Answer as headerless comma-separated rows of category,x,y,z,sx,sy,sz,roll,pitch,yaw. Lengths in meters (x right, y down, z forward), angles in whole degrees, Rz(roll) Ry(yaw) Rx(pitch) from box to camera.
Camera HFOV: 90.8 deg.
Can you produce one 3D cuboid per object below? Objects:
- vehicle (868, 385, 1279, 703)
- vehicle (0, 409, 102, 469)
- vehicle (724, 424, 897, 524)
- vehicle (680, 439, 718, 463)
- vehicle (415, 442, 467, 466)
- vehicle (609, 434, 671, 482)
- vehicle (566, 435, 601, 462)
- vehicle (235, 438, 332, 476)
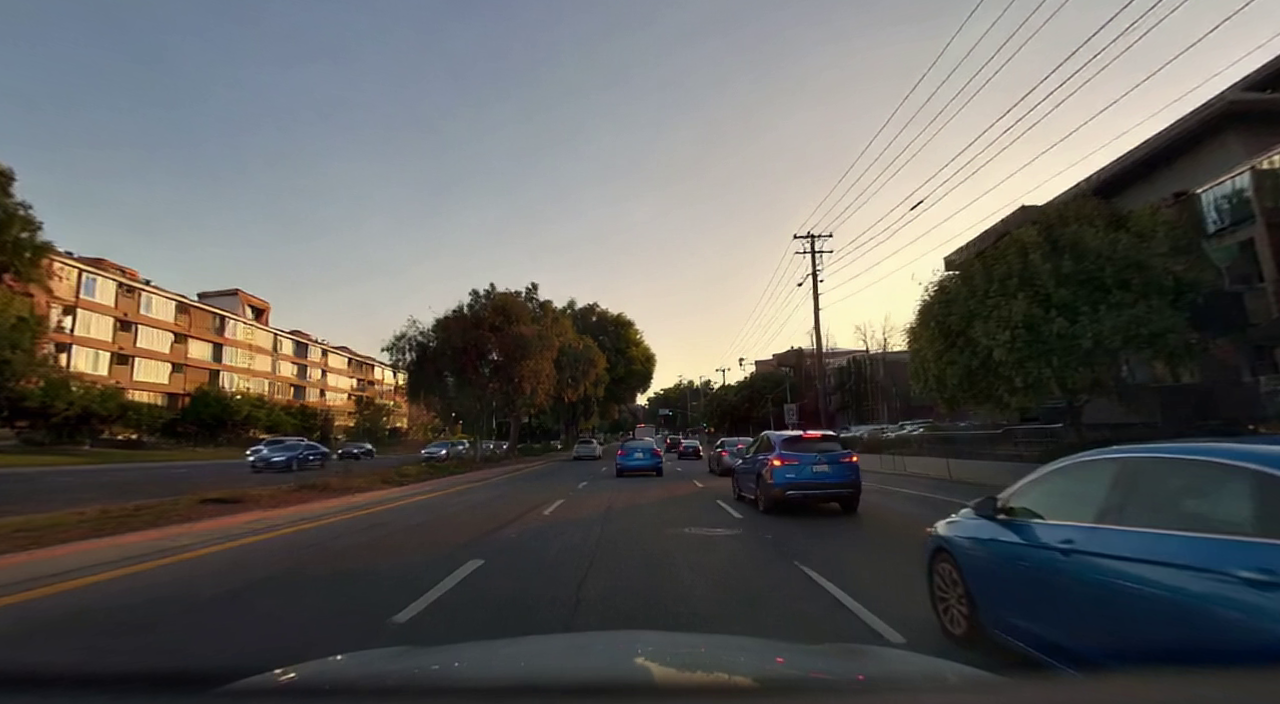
vehicle,3.022,1.033,3.175,2.065,1.489,4.417,0,-8,-1
vehicle,-44.176,5.910,43.154,11.033,3.961,3.142,1,-8,-7
vehicle,3.188,2.402,13.055,2.123,1.657,4.719,0,-8,-2
vehicle,3.863,6.537,41.912,2.054,1.461,4.321,0,-8,0
vehicle,-13.128,6.729,41.903,1.932,1.455,4.485,0,-8,1
vehicle,0.011,3.842,23.153,2.073,1.606,3.933,0,-8,0
vehicle,-3.991,6.931,45.381,2.104,1.773,4.338,0,-8,1
vehicle,-16.810,4.960,30.091,1.944,1.624,4.561,0,-8,0
